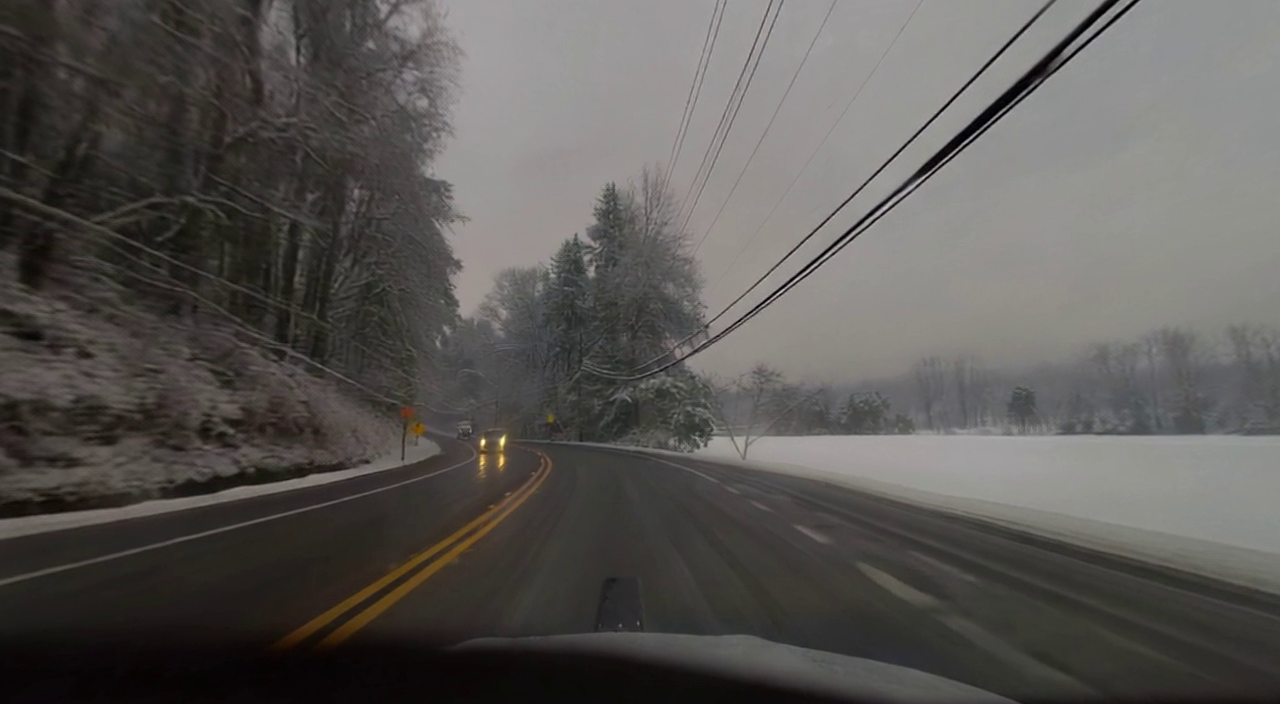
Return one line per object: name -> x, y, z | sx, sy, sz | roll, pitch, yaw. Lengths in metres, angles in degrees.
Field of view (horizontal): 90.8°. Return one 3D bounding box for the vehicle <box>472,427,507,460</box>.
vehicle -> -10.152, 6.208, 42.837 | 2.151, 2.036, 4.267 | 1, -9, -12
